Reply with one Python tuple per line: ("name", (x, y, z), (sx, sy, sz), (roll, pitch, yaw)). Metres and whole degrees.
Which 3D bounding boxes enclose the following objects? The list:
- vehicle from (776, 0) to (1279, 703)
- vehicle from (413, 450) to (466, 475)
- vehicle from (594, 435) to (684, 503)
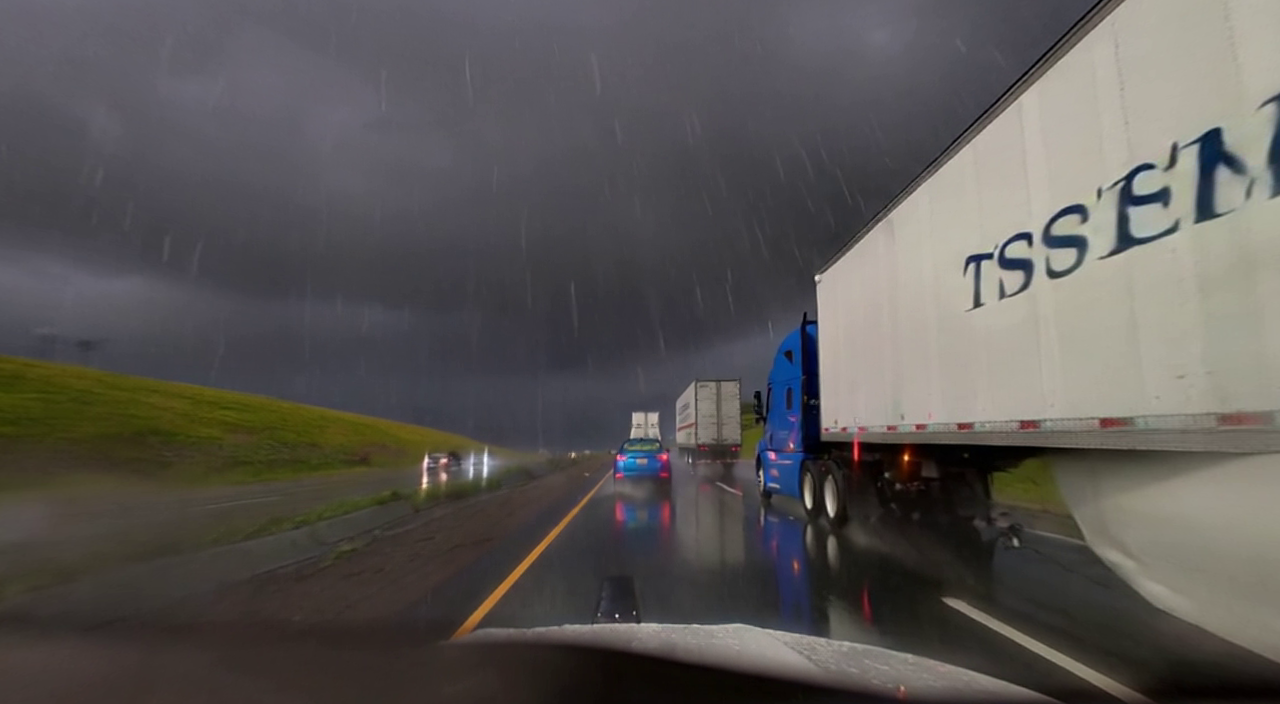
("vehicle", (4.339, -0.291, 4.048), (3.410, 4.438, 14.410), (0, -8, -1))
("vehicle", (-13.902, 7.660, 43.886), (2.046, 1.490, 4.634), (-1, -8, 2))
("vehicle", (-0.054, 2.927, 16.203), (2.045, 1.507, 3.763), (-1, -8, -1))
